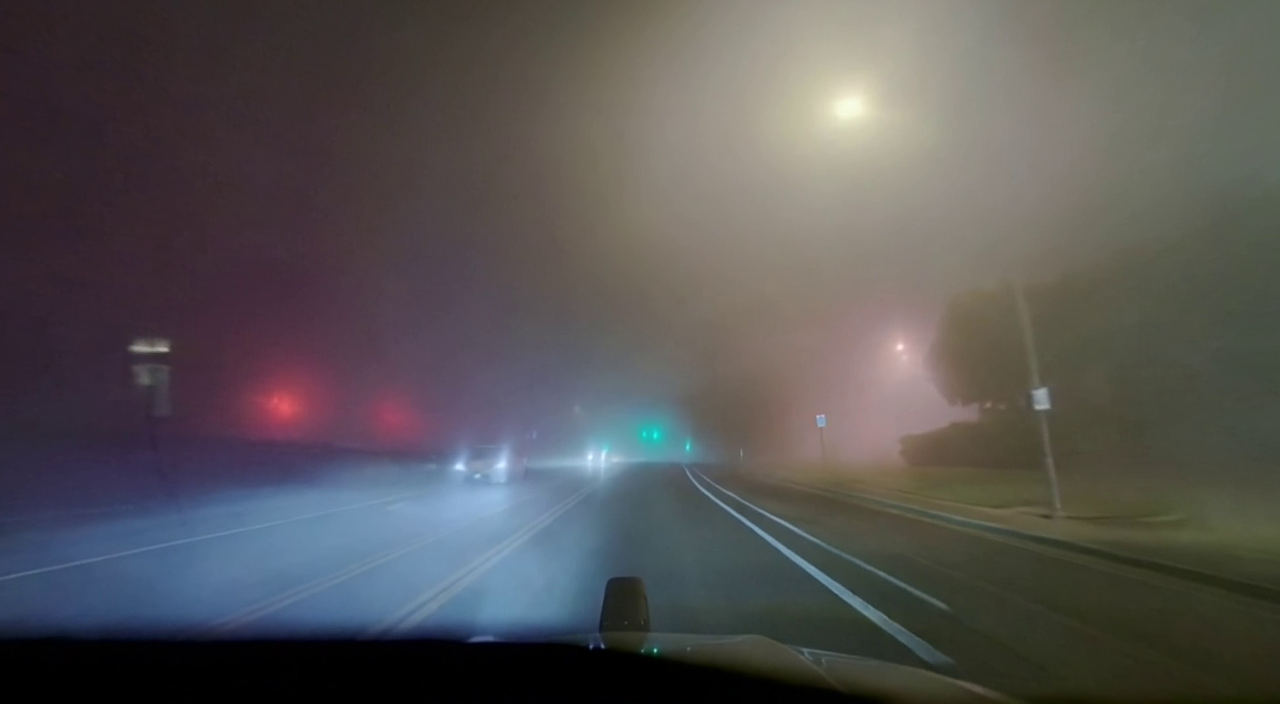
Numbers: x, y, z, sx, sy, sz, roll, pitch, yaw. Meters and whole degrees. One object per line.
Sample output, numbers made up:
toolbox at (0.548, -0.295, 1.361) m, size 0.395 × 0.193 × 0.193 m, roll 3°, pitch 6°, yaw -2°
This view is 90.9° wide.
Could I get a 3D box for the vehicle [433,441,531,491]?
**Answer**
vehicle at (-5.269, 3.830, 21.722) m, size 2.133 × 1.508 × 4.535 m, roll 0°, pitch -8°, yaw 1°
